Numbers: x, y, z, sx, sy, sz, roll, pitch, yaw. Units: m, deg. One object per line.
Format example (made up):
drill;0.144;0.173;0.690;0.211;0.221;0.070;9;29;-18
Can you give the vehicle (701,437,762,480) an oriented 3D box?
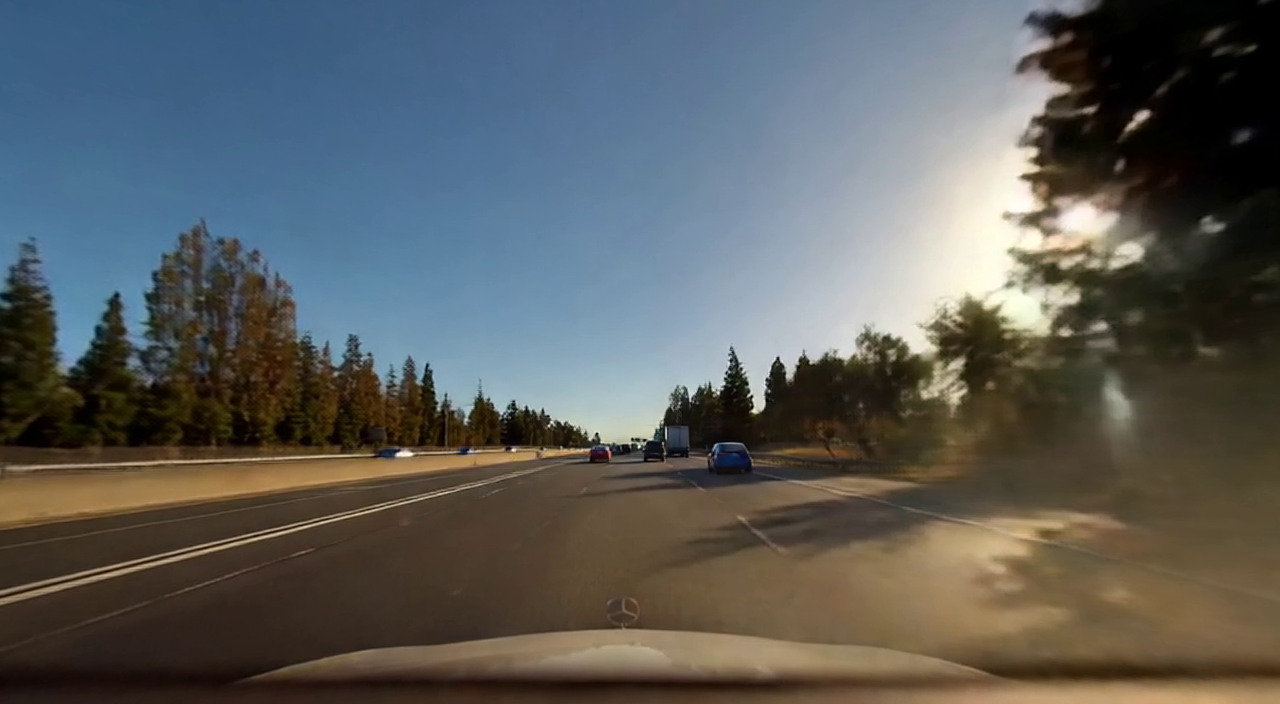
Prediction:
vehicle;3.955;4.661;27.906;2.082;1.720;4.393;0;-8;0

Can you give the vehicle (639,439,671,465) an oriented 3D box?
vehicle;1.060;7.355;46.344;2.205;1.785;4.423;1;-8;0
